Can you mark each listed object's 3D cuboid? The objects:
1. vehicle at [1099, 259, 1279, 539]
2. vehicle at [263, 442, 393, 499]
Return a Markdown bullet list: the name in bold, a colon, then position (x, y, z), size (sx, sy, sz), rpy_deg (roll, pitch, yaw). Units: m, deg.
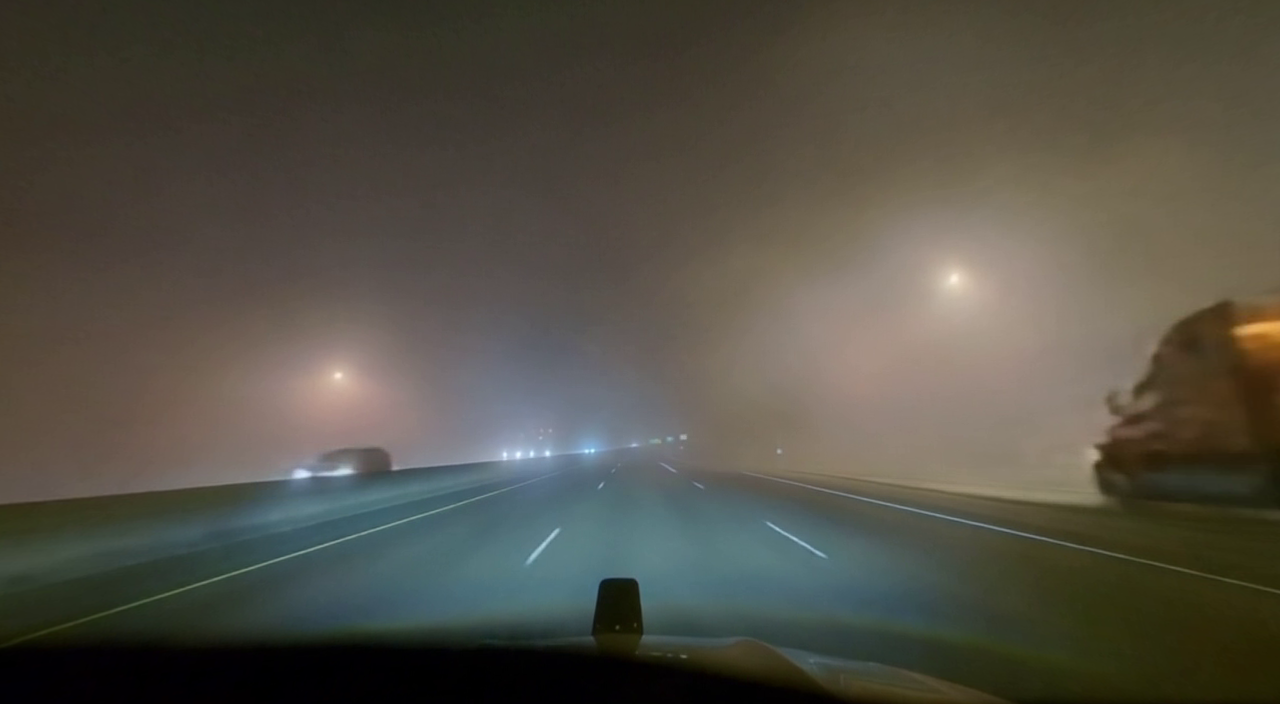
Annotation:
- **vehicle**: position (10.787, 0.684, 9.167), size (2.952, 4.015, 6.438), rpy_deg (0, -9, -1)
- **vehicle**: position (-11.799, 4.496, 24.262), size (2.333, 1.934, 5.297), rpy_deg (0, -9, 0)
